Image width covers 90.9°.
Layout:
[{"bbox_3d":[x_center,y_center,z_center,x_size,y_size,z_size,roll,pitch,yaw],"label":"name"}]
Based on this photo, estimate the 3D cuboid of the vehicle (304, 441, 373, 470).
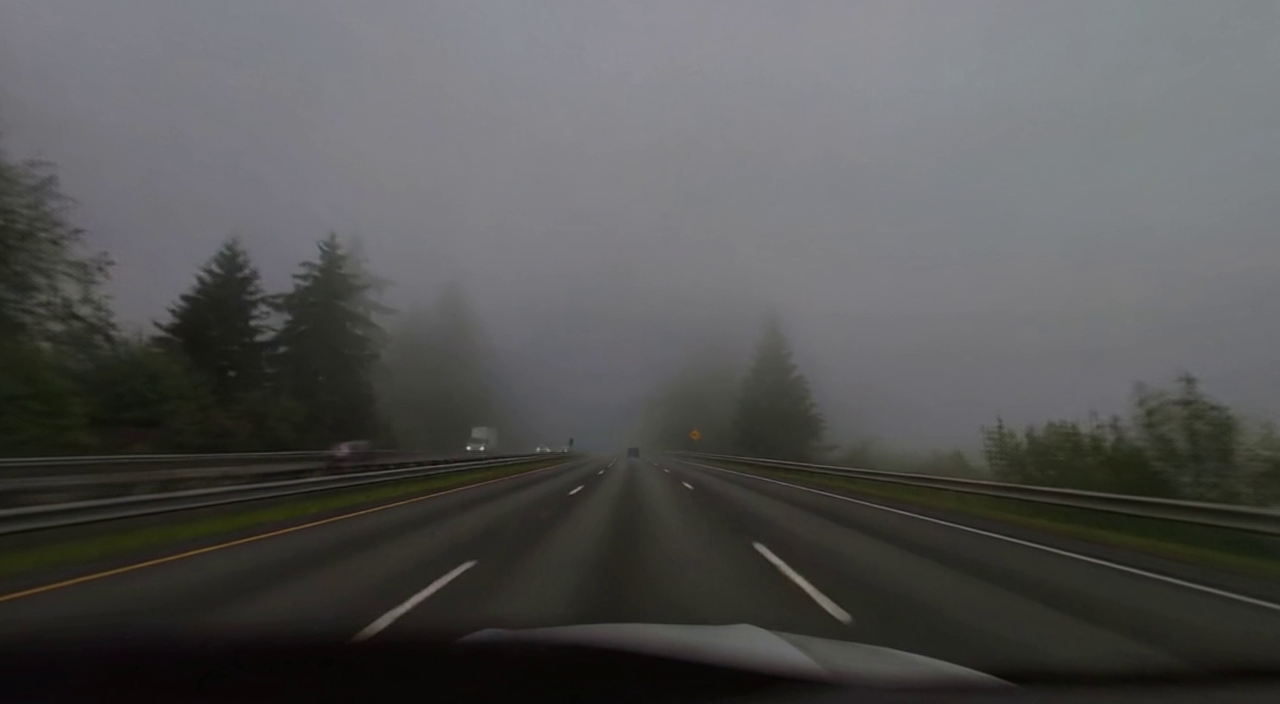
[{"bbox_3d":[-15.927,5.482,33.461,1.834,1.454,3.628,0,-9,1],"label":"vehicle"}]
